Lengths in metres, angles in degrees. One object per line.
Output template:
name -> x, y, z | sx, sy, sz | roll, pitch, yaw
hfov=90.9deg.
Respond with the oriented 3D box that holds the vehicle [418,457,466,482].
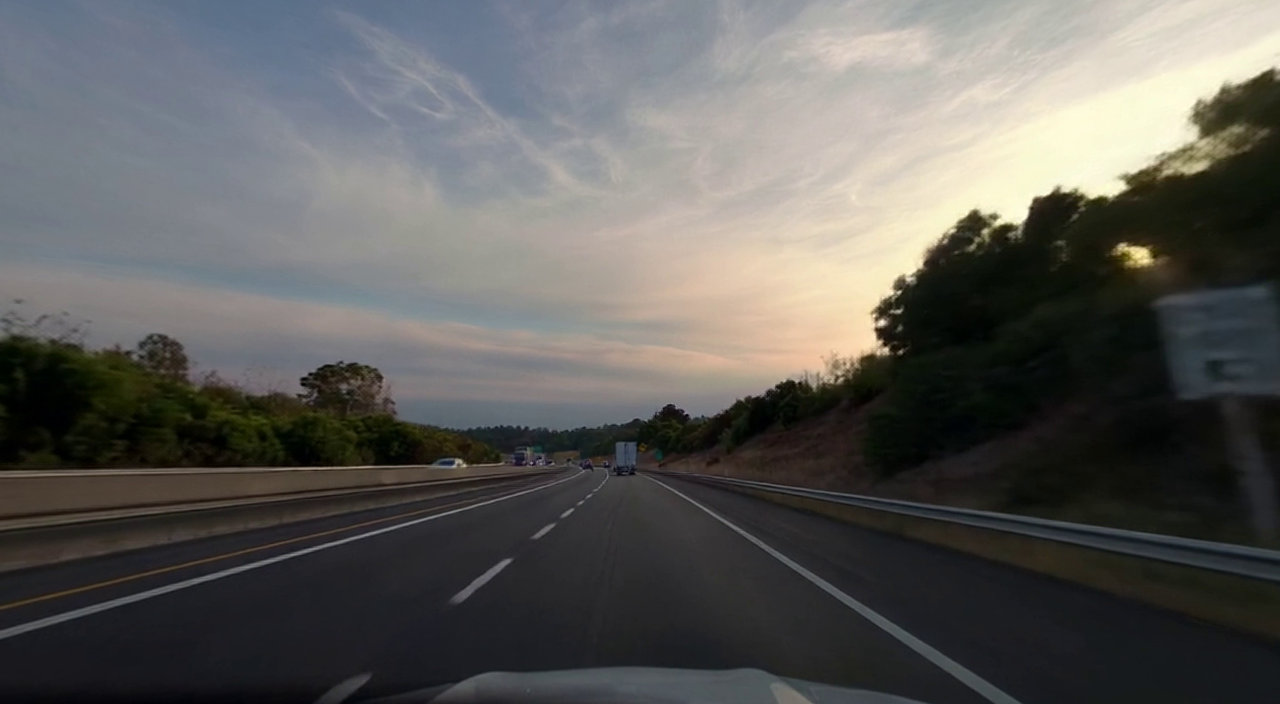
vehicle -> -13.404, 7.986, 42.868 | 2.095, 1.537, 3.769 | 1, -11, -1
